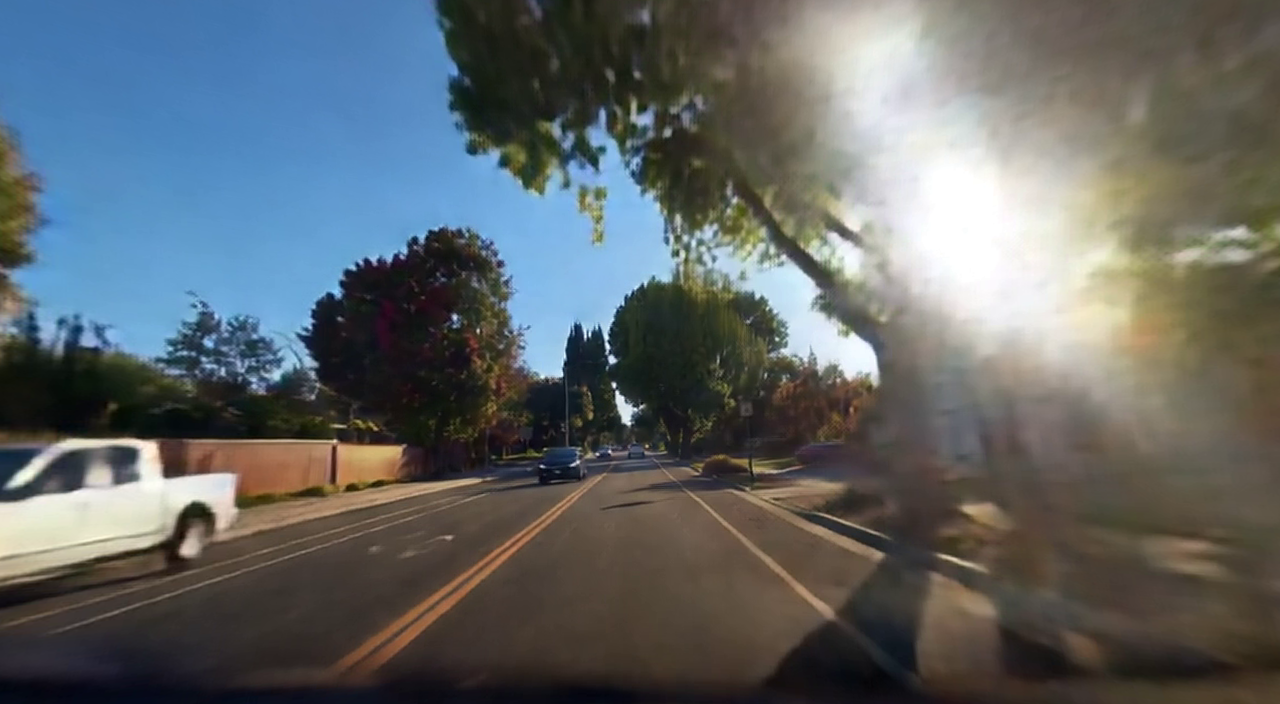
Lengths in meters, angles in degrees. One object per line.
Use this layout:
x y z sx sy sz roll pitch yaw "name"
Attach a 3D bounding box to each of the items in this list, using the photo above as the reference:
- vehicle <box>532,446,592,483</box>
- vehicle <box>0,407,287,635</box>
-3.427 5.035 28.611 2.074 1.527 4.438 -1 -9 1 "vehicle"
-6.529 1.817 7.255 2.176 1.885 5.174 -4 -9 -2 "vehicle"
